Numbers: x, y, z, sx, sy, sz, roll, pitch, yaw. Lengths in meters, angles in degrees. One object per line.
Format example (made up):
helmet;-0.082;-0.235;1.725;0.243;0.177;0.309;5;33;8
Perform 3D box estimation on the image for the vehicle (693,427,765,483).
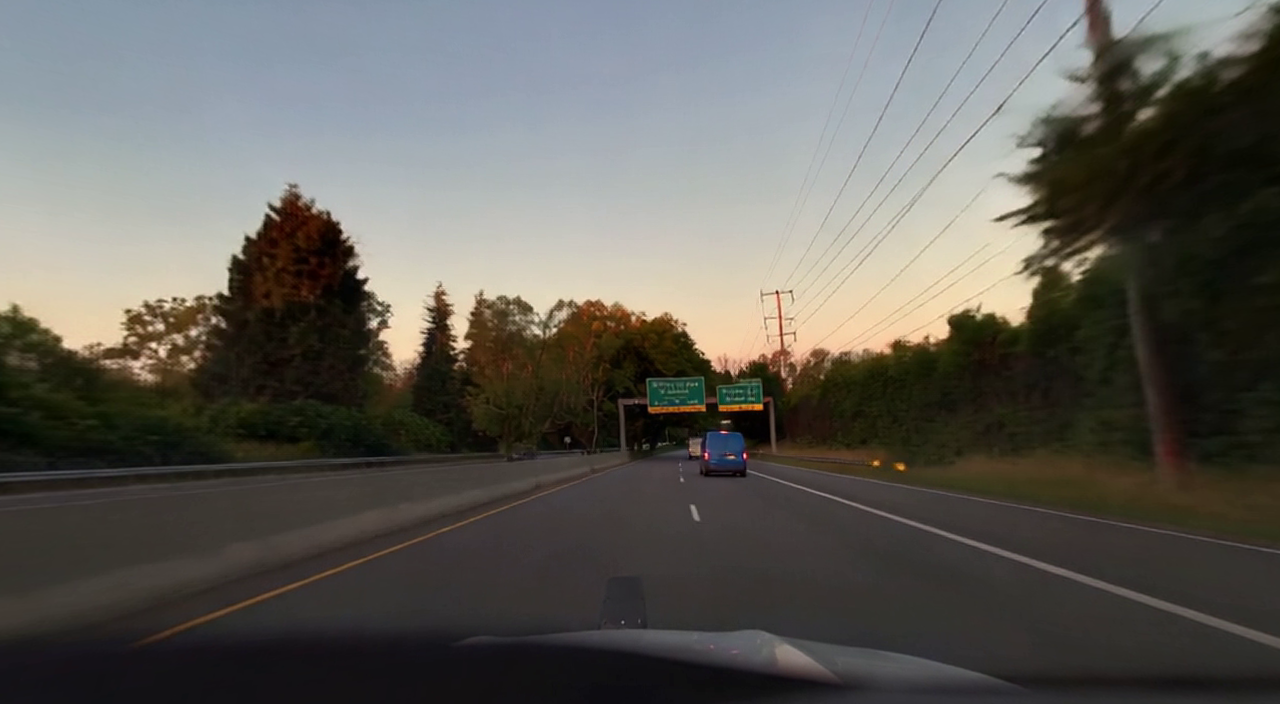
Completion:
vehicle;3.397;4.087;25.172;2.261;1.969;5.104;0;-9;1
